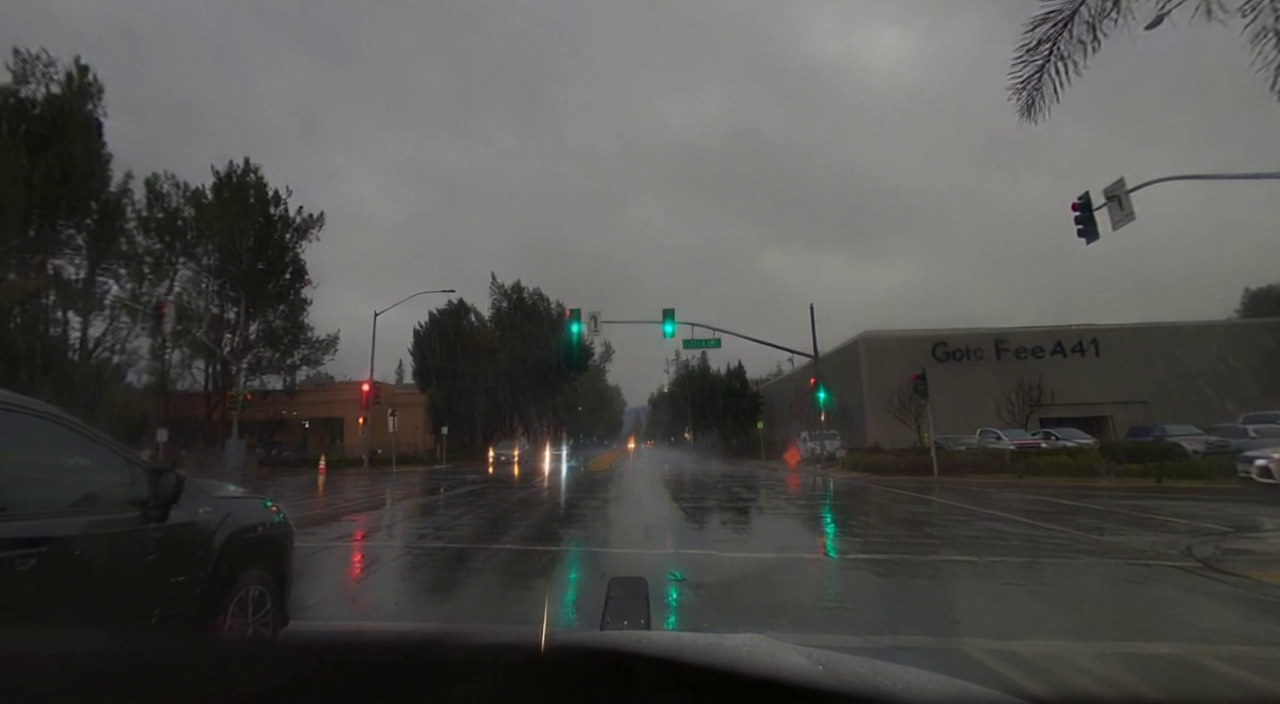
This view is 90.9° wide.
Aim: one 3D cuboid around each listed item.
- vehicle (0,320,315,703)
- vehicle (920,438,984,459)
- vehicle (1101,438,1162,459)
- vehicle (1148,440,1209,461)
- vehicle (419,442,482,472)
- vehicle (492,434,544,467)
[{"bbox_3d":[-3.476,0.786,2.492,2.000,1.789,4.638,0,-8,-2],"label":"vehicle"},{"bbox_3d":[21.468,6.644,43.400,3.576,1.425,1.702,2,-8,-11],"label":"vehicle"},{"bbox_3d":[38.476,7.552,49.503,1.837,1.514,4.786,-2,-9,13],"label":"vehicle"},{"bbox_3d":[41.151,7.560,48.266,1.767,1.456,4.191,-4,-11,15],"label":"vehicle"},{"bbox_3d":[-10.638,5.911,35.716,2.041,1.548,4.868,0,-8,0],"label":"vehicle"},{"bbox_3d":[-7.168,5.854,37.464,2.081,1.818,4.782,0,-8,1],"label":"vehicle"}]
